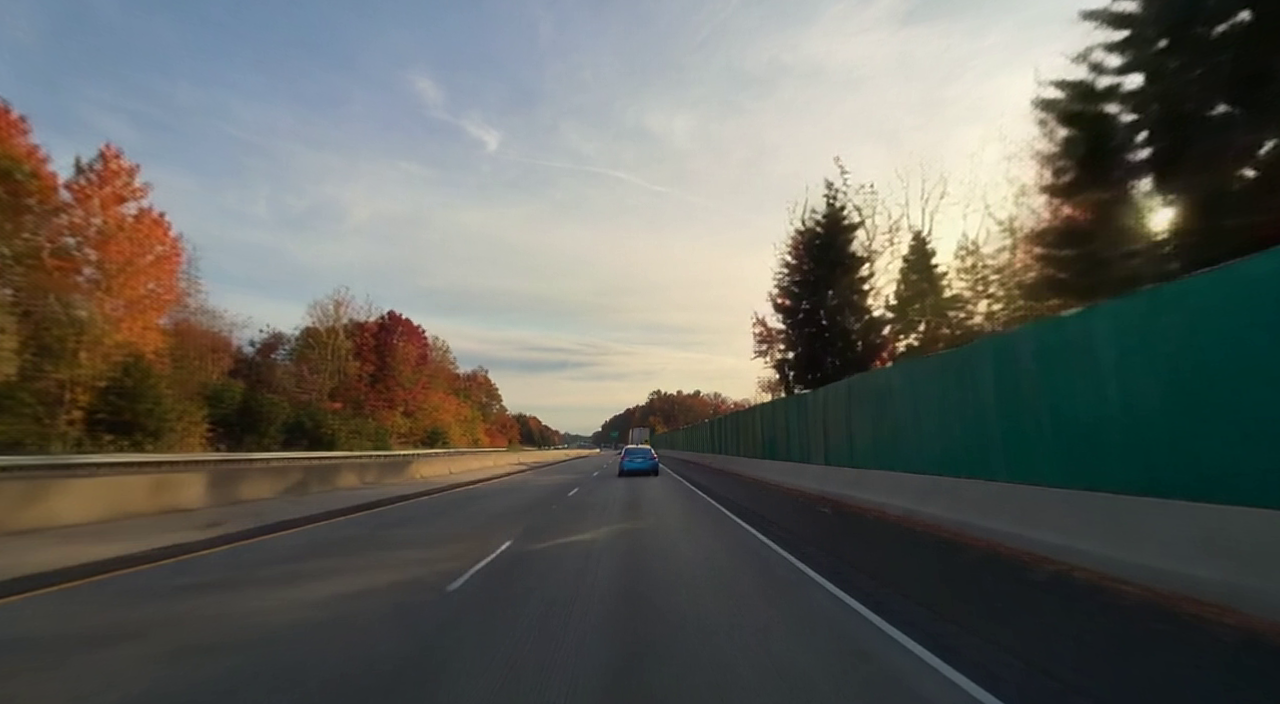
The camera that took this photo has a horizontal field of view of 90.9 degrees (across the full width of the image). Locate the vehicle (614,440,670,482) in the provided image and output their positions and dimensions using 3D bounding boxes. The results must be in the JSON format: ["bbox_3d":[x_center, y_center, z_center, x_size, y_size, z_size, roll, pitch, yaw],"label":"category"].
[{"bbox_3d":[0.029,4.316,25.293,2.057,1.516,4.065,0,-8,-1],"label":"vehicle"}]
